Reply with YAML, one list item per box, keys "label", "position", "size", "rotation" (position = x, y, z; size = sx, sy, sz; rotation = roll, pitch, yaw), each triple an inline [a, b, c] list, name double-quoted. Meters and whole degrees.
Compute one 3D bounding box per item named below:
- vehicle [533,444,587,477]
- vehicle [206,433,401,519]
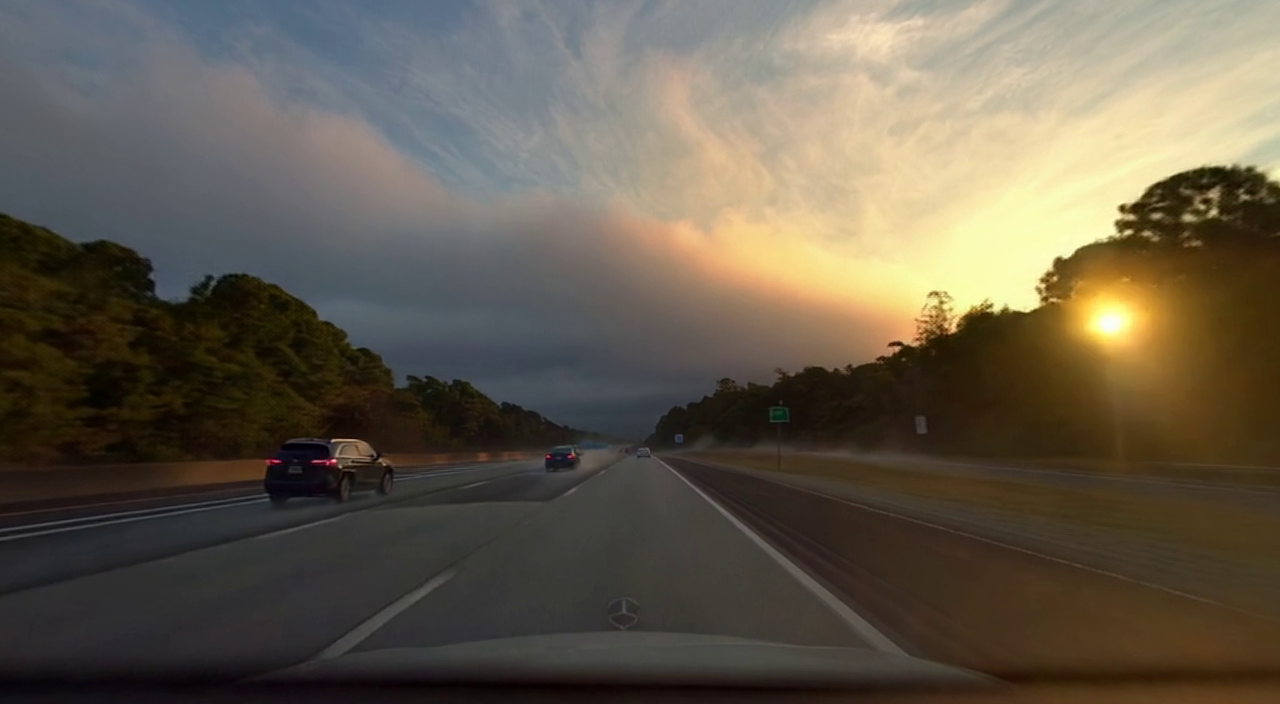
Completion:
- label: "vehicle"
  position: [-4.006, 5.519, 32.322]
  size: [2.104, 1.558, 4.639]
  rotation: [0, -9, 1]
- label: "vehicle"
  position: [-7.222, 2.681, 14.144]
  size: [2.007, 1.616, 4.141]
  rotation: [0, -9, 1]
